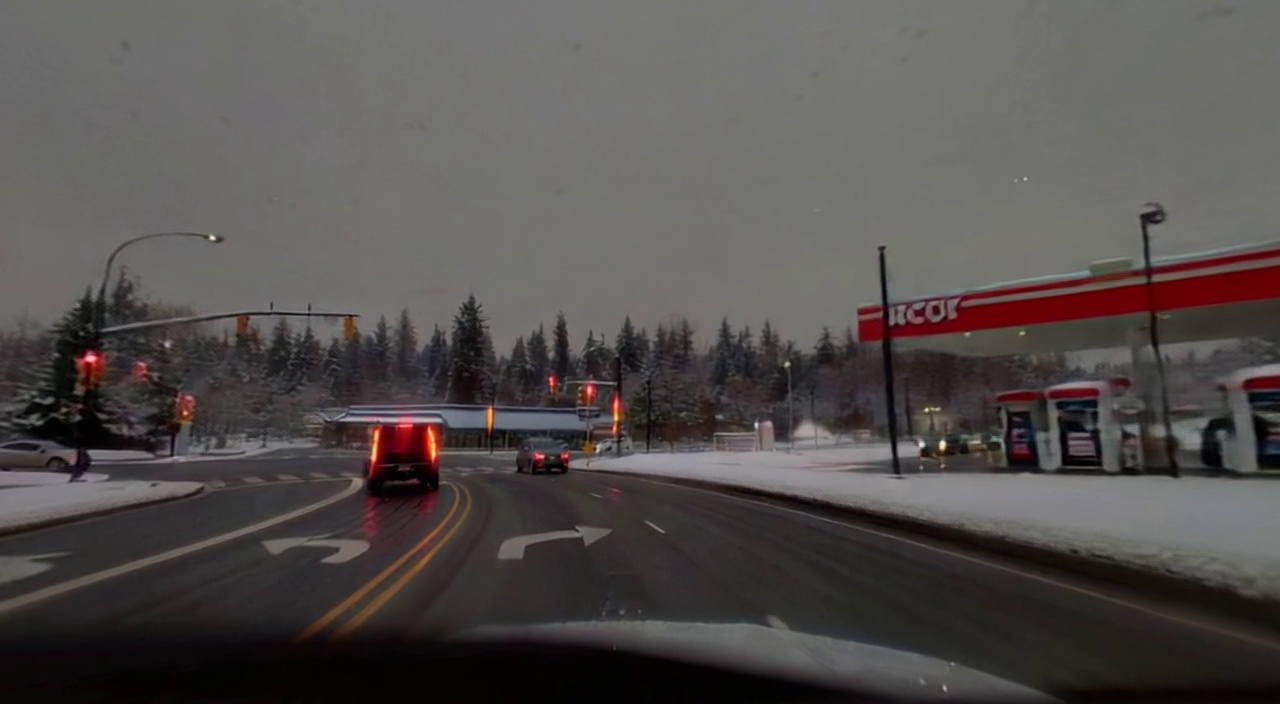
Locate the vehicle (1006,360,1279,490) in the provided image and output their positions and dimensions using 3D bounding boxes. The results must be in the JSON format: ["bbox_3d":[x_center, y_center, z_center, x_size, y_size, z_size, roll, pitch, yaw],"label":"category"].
[{"bbox_3d":[15.124,2.119,17.610,2.906,3.106,7.741,8,-11,-40],"label":"vehicle"}]

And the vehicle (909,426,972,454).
[{"bbox_3d":[20.328,5.998,42.556,4.595,1.764,2.160,8,-12,-42],"label":"vehicle"}]

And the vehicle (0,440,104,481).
[{"bbox_3d":[-27.508,4.868,28.370,4.632,1.757,2.073,5,-10,-28],"label":"vehicle"}]

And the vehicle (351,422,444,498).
[{"bbox_3d":[-7.348,3.276,19.411,2.254,2.006,4.766,3,-9,-19],"label":"vehicle"}]

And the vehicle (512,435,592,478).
[{"bbox_3d":[-4.241,4.874,29.634,2.202,1.822,4.826,5,-10,-27],"label":"vehicle"}]
